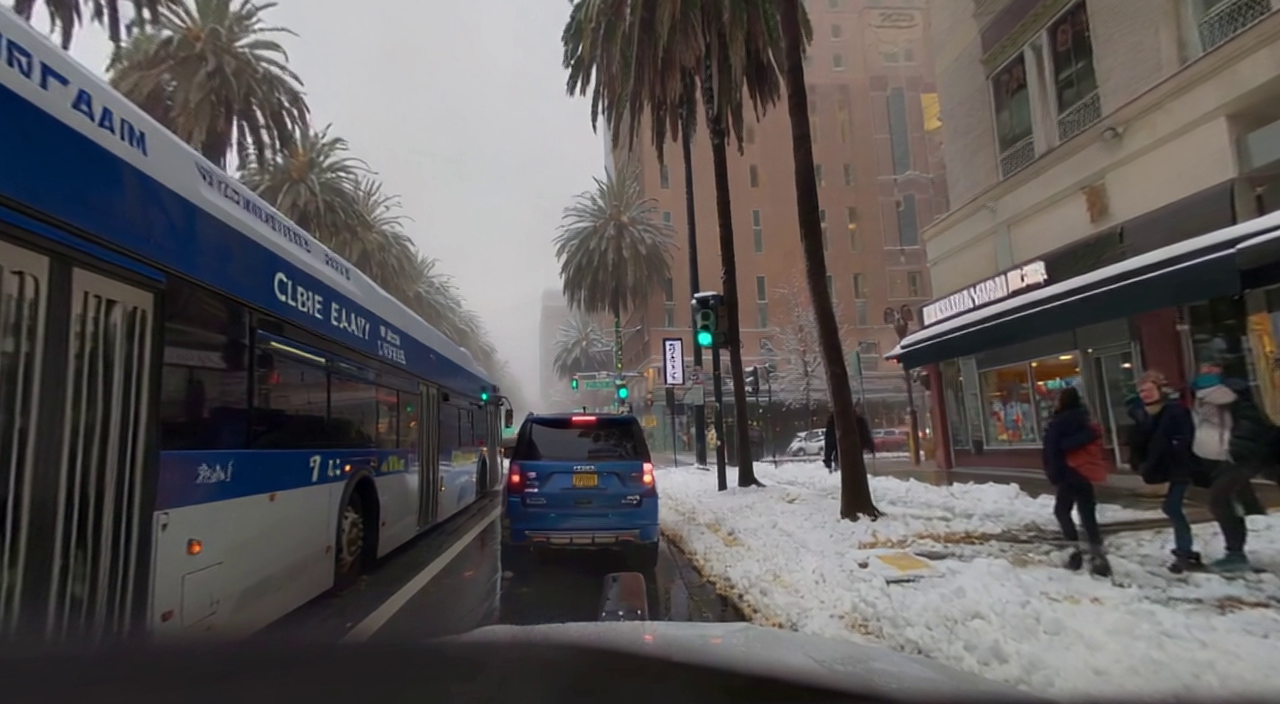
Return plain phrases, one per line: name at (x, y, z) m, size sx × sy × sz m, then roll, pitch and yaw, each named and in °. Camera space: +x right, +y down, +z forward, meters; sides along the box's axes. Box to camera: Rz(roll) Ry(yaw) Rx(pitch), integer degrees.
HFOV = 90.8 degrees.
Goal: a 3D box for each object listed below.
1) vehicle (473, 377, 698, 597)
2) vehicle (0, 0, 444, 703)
vehicle at (-0.799, 1.502, 7.813) m, size 2.002 × 1.907 × 4.211 m, roll 1°, pitch -9°, yaw -9°
vehicle at (-3.783, 0.113, 2.927) m, size 2.863 × 3.233 × 11.573 m, roll 0°, pitch -8°, yaw -4°
